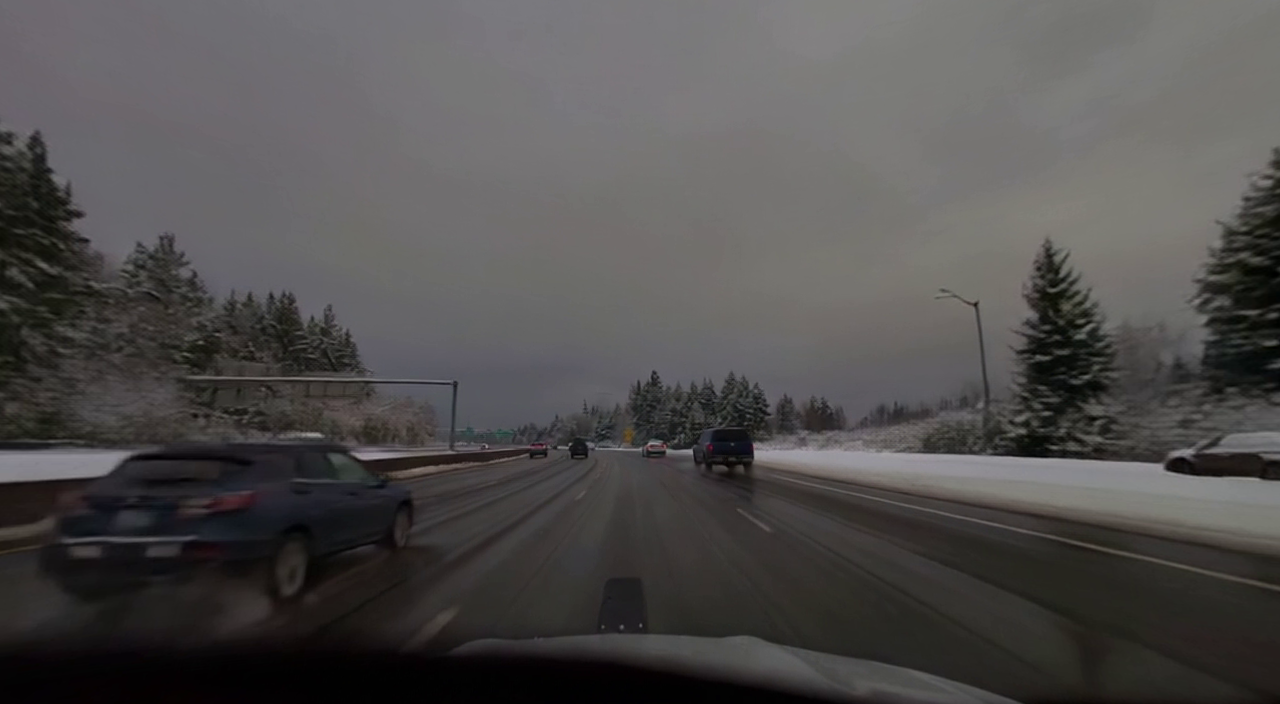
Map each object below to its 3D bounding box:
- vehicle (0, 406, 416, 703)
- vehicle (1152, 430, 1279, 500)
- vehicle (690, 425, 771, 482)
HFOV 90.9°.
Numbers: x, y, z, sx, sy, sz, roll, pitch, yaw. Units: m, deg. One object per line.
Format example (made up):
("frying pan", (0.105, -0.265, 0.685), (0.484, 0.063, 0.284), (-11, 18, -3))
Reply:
("vehicle", (-3.778, 1.349, 5.050), (2.183, 1.486, 4.848), (-1, -9, 0))
("vehicle", (15.625, 2.712, 15.358), (2.033, 1.580, 4.752), (0, -9, -5))
("vehicle", (3.081, 3.592, 22.440), (2.043, 1.795, 4.347), (0, -9, -3))
